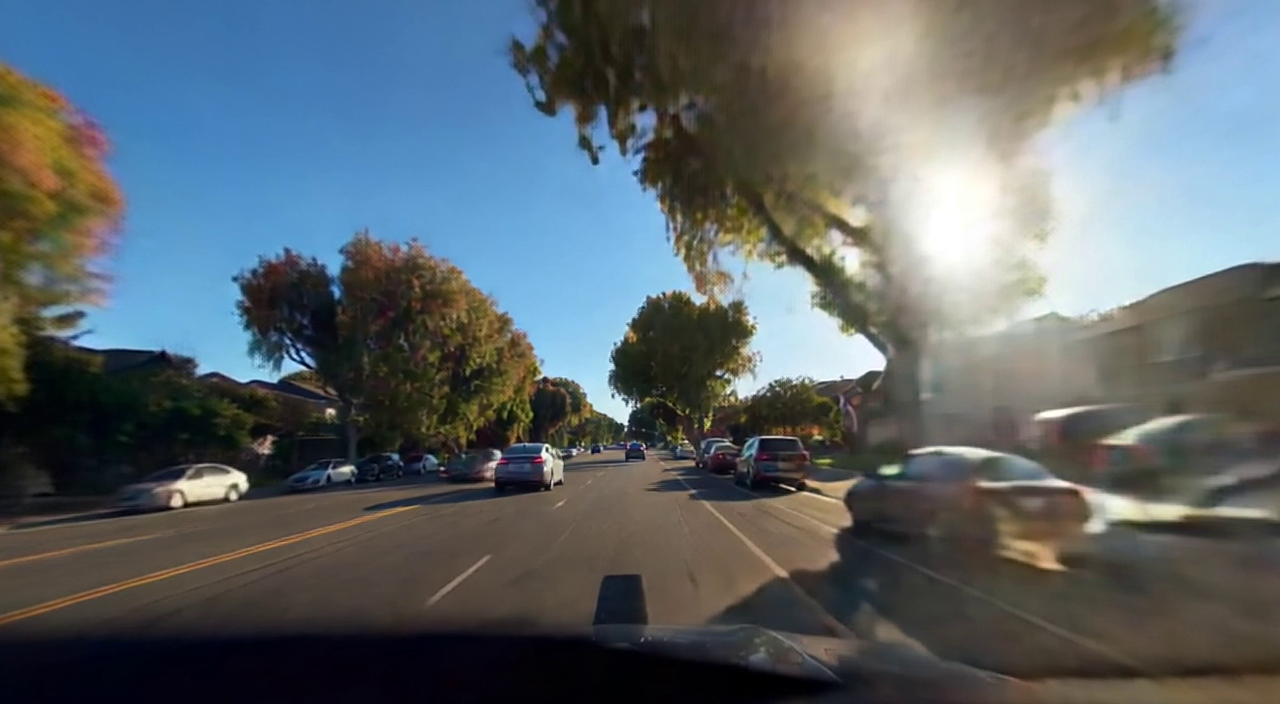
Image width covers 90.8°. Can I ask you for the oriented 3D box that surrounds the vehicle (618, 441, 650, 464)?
[{"bbox_3d":[-0.386,6.886,43.446,2.088,1.495,4.048,0,-8,0],"label":"vehicle"}]

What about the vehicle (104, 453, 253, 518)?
[{"bbox_3d":[-14.730,4.223,20.500,1.945,1.613,3.983,-6,-8,-1],"label":"vehicle"}]

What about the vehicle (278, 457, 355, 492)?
[{"bbox_3d":[-14.849,5.617,29.217,1.626,1.439,3.682,0,-8,0],"label":"vehicle"}]

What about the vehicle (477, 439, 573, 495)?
[{"bbox_3d":[-3.290,3.402,19.086,2.027,1.477,4.413,0,-8,1],"label":"vehicle"}]

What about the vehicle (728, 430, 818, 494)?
[{"bbox_3d":[4.075,3.450,20.135,1.943,1.788,4.462,0,-8,1],"label":"vehicle"}]

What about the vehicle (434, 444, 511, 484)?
[{"bbox_3d":[-6.713,4.525,25.865,1.944,1.466,4.487,0,-8,0],"label":"vehicle"}]

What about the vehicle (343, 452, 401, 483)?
[{"bbox_3d":[-14.547,6.307,34.454,1.681,1.419,3.859,-5,-10,-4],"label":"vehicle"}]

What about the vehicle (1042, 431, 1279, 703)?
[{"bbox_3d":[4.316,1.097,2.905,1.944,1.470,4.530,0,-8,0],"label":"vehicle"}]

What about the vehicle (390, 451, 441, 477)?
[{"bbox_3d":[-14.669,7.359,41.519,1.811,1.433,4.564,-6,-9,-2],"label":"vehicle"}]
